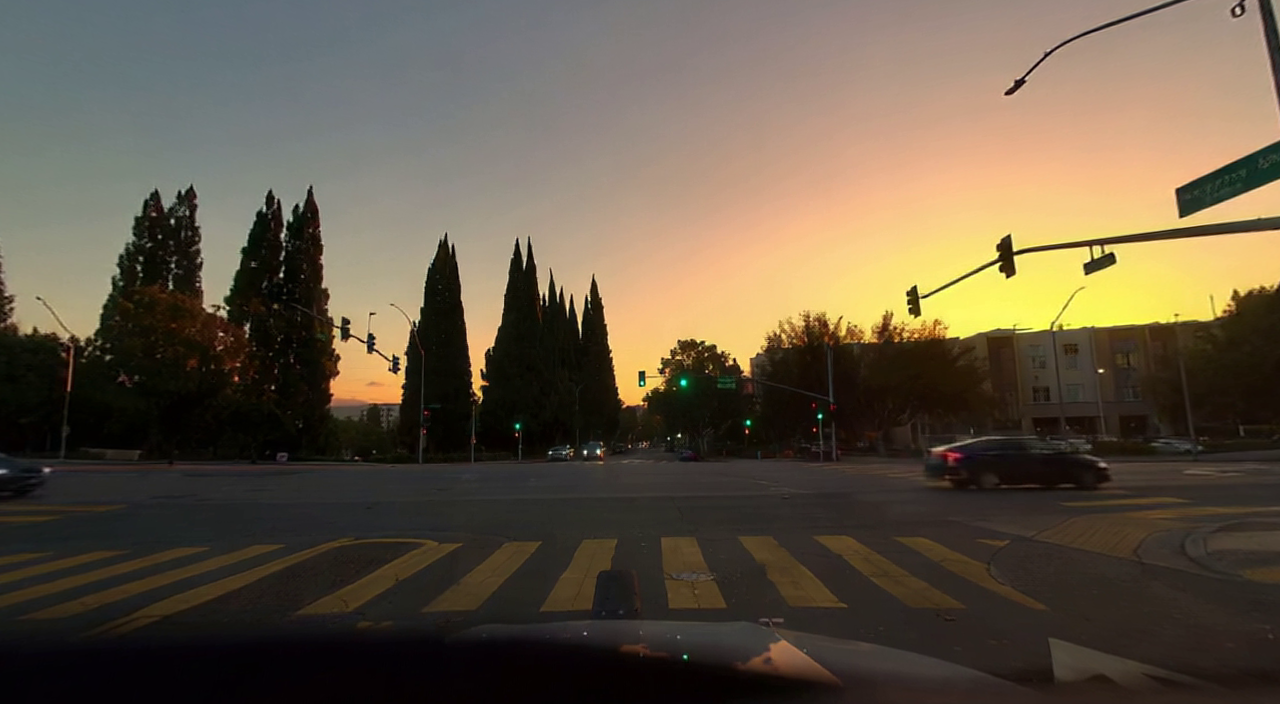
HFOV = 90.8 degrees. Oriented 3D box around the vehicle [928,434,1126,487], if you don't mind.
[{"bbox_3d":[11.554,3.264,19.104,4.698,1.466,1.883,0,-9,0],"label":"vehicle"}]
